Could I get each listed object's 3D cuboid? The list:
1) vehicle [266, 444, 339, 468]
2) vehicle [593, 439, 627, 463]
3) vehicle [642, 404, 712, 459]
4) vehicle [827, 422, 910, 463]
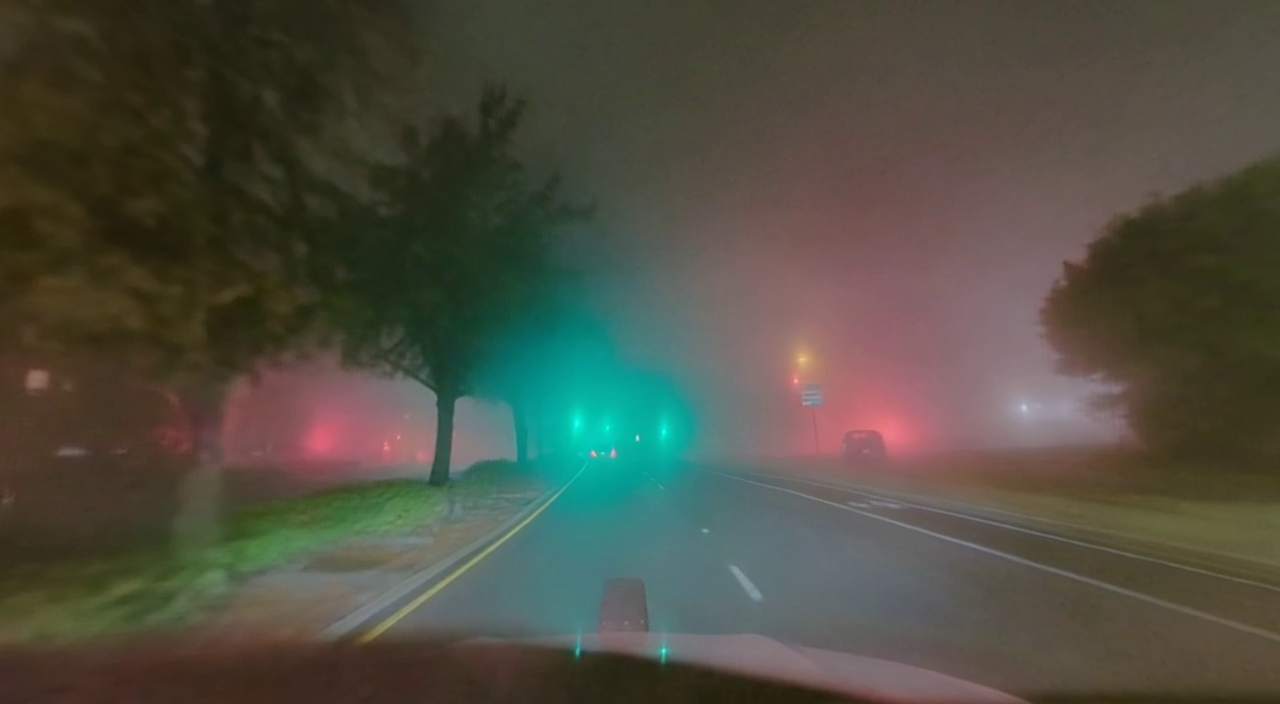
[{"bbox_3d":[-25.049,7.727,46.943,4.348,1.653,1.948,1,-9,-12],"label":"vehicle"},{"bbox_3d":[-1.974,6.393,40.946,2.113,1.462,4.203,0,-8,-4],"label":"vehicle"},{"bbox_3d":[2.221,5.731,44.259,3.037,3.261,12.926,0,-8,-5],"label":"vehicle"},{"bbox_3d":[10.846,4.372,30.428,2.145,1.795,4.992,0,-8,0],"label":"vehicle"}]
